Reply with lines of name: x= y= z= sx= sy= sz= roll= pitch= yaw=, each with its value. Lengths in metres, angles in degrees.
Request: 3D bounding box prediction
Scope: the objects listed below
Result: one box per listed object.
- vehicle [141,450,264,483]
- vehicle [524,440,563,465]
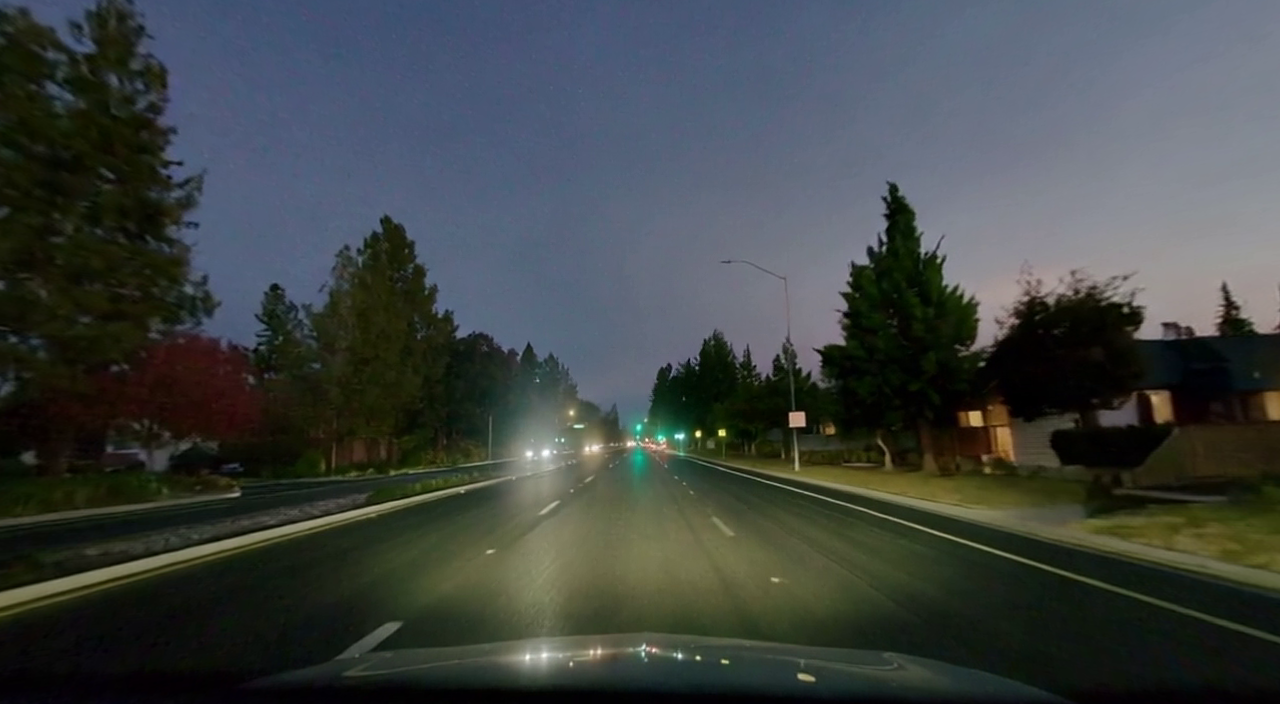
vehicle: x=-21.427 y=5.608 z=31.050 sx=4.503 sy=1.529 sz=1.860 roll=1 pitch=-8 yaw=-7
vehicle: x=-7.190 y=7.590 z=47.599 sx=2.146 sy=1.749 sz=4.534 roll=0 pitch=-8 yaw=1
